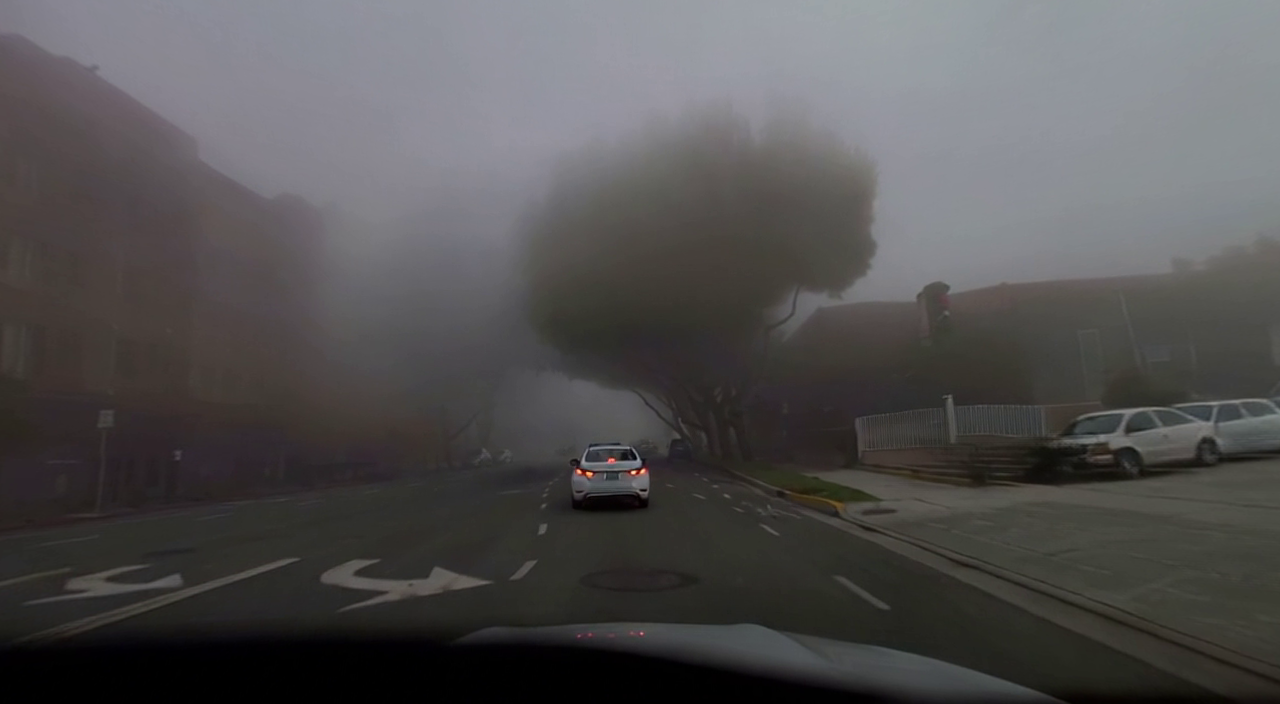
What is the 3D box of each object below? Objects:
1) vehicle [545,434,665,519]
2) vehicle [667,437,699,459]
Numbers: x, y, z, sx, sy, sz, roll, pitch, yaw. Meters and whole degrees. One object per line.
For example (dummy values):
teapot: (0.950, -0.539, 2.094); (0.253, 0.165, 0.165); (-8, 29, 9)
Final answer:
vehicle: (-0.734, 2.535, 13.446); (2.116, 1.479, 4.358); (0, -8, -3)
vehicle: (2.976, 6.724, 44.360); (1.972, 1.484, 3.974); (0, -8, 1)
